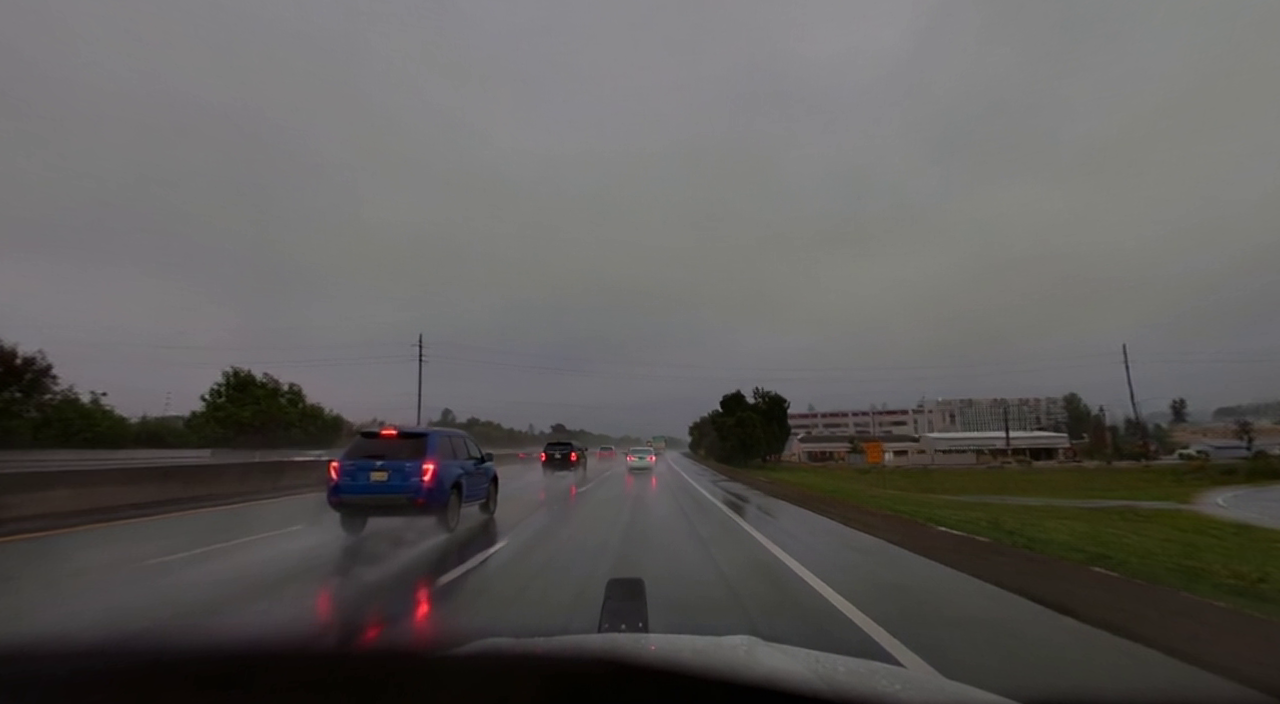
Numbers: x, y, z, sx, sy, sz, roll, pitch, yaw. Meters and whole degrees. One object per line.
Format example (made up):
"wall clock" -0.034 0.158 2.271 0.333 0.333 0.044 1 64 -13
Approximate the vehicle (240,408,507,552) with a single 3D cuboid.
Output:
"vehicle" -4.035 2.062 10.917 2.198 1.848 5.346 0 -8 1

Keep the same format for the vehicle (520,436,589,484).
"vehicle" -3.454 4.438 26.279 2.133 1.789 4.518 -1 -8 1

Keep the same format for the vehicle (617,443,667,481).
"vehicle" 0.062 4.737 27.465 2.047 1.473 3.978 0 -8 0
